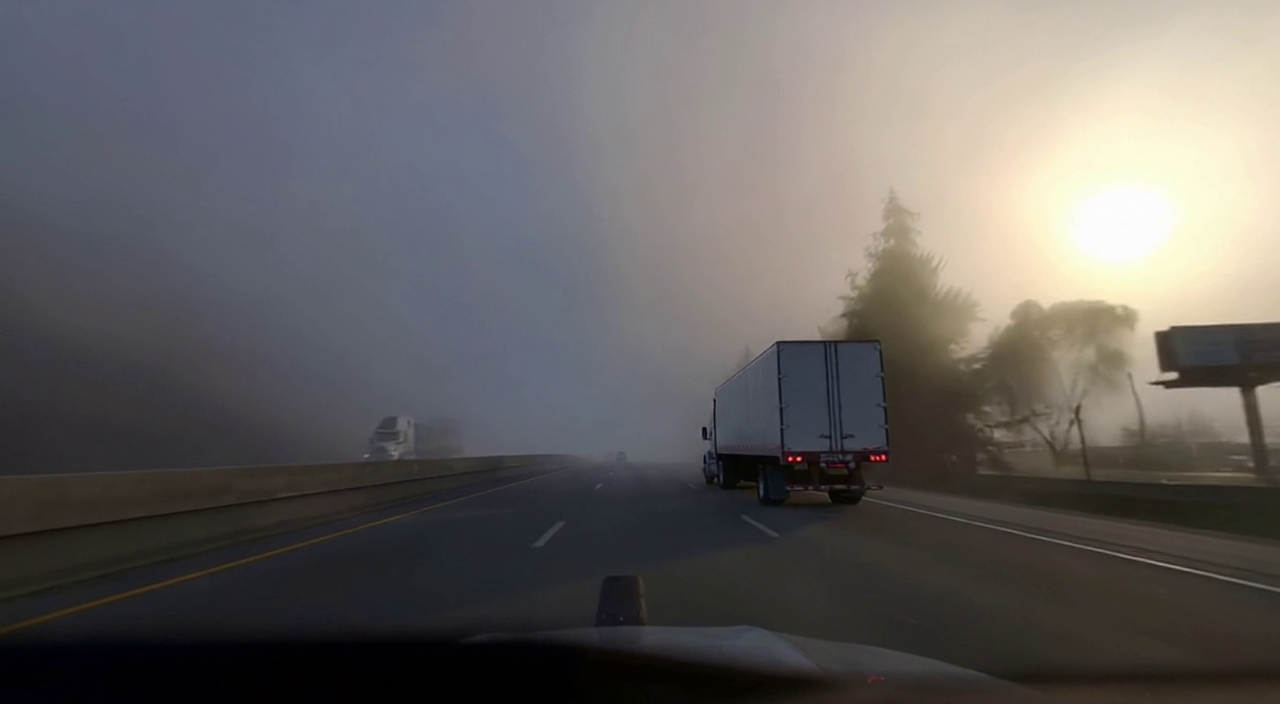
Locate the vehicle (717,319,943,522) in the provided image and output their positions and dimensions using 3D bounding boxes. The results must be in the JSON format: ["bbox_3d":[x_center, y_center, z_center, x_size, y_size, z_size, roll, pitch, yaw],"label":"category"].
[{"bbox_3d":[4.757,2.344,19.563,3.058,4.312,12.251,0,-9,-1],"label":"vehicle"}]
